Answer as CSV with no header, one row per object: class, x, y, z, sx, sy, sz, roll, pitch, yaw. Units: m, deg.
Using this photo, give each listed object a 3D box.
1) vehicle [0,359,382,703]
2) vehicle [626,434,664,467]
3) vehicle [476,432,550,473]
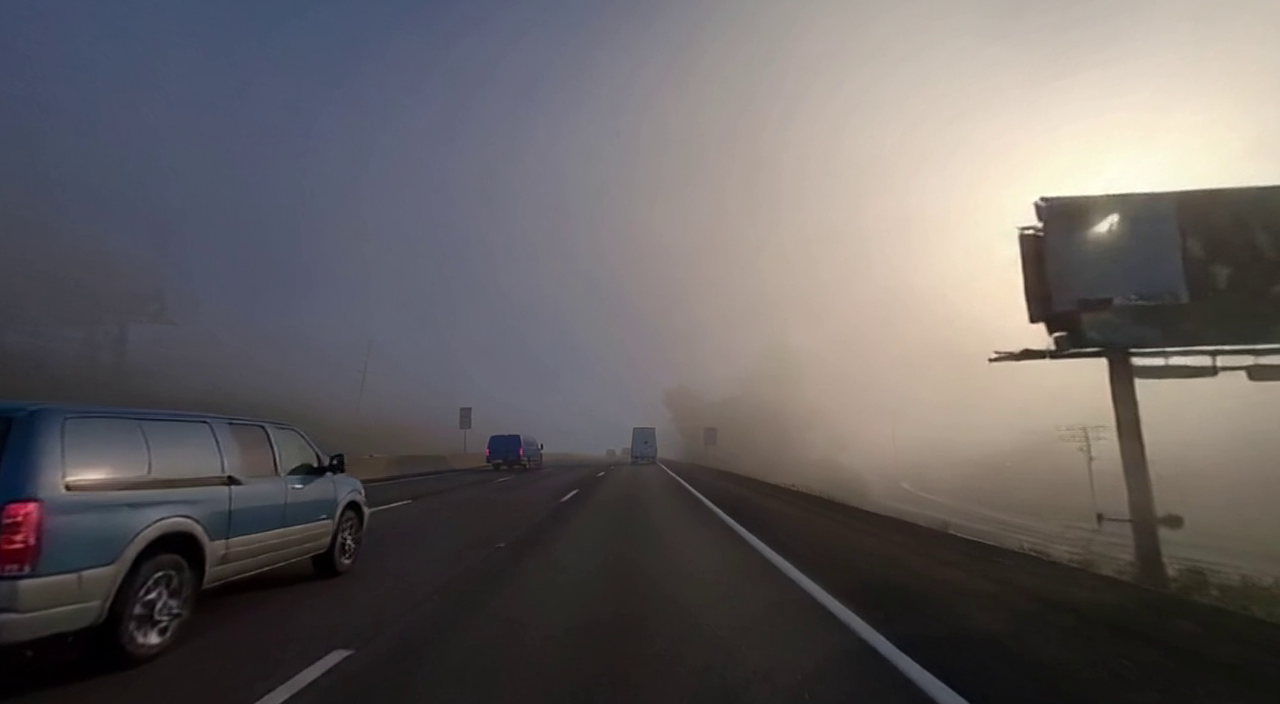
vehicle,-4.025,1.181,4.703,2.145,1.730,4.729,0,-9,0
vehicle,0.336,7.359,46.902,2.692,2.279,5.695,0,-9,0
vehicle,-7.032,5.708,35.754,2.695,2.084,6.836,0,-9,1
